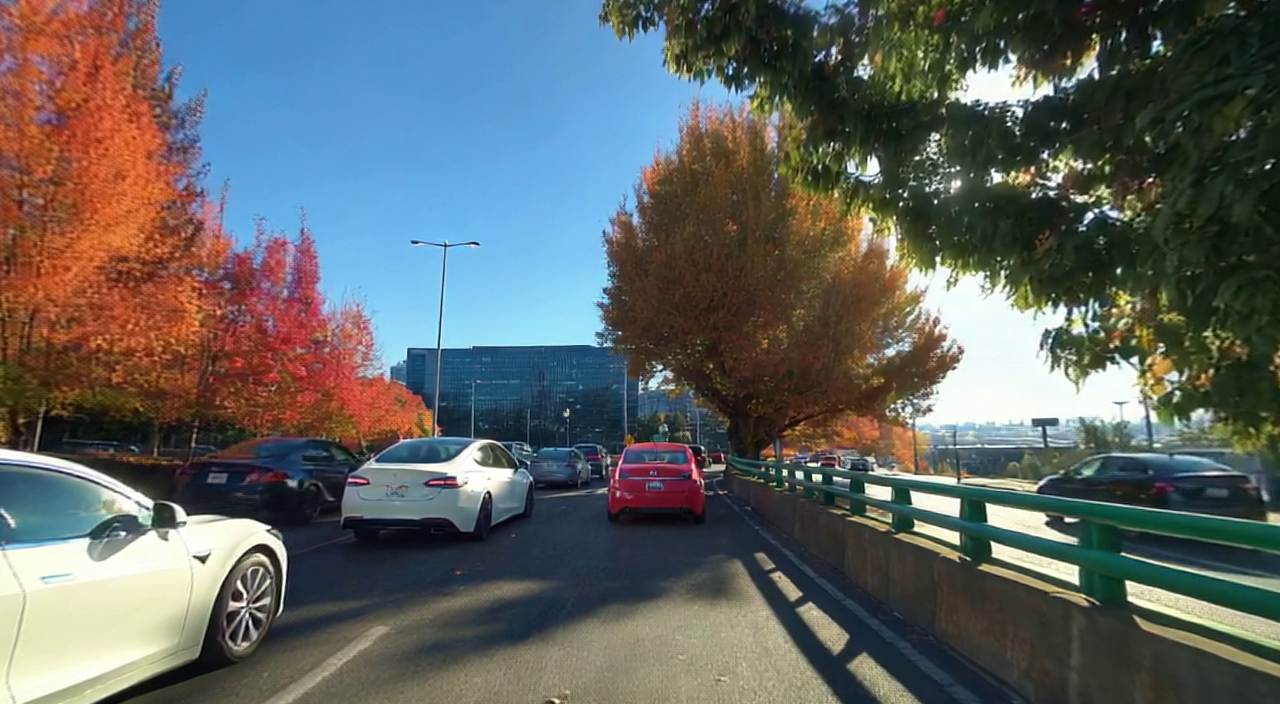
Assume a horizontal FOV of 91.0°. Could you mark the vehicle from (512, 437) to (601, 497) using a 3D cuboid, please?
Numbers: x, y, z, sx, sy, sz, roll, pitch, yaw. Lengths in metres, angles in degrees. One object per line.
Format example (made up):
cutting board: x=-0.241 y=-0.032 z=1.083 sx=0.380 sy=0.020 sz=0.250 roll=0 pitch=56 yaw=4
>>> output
vehicle: x=-2.432 y=3.495 z=19.521 sx=1.930 sy=1.635 sz=4.260 roll=0 pitch=-9 yaw=3

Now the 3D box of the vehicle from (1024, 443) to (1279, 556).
vehicle: x=10.175 y=2.737 z=12.551 sx=2.121 sy=1.777 sz=4.755 roll=0 pitch=-9 yaw=2

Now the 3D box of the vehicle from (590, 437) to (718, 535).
vehicle: x=0.312 y=2.439 z=12.146 sx=2.015 sy=1.506 sz=4.276 roll=0 pitch=-9 yaw=2

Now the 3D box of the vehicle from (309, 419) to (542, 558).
vehicle: x=-2.988 y=2.010 z=10.024 sx=1.979 sy=1.663 sz=4.513 roll=0 pitch=-9 yaw=2

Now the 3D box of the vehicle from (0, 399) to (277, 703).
vehicle: x=-3.488 y=0.881 z=2.103 sx=1.921 sy=1.503 sz=4.317 roll=0 pitch=-9 yaw=1
